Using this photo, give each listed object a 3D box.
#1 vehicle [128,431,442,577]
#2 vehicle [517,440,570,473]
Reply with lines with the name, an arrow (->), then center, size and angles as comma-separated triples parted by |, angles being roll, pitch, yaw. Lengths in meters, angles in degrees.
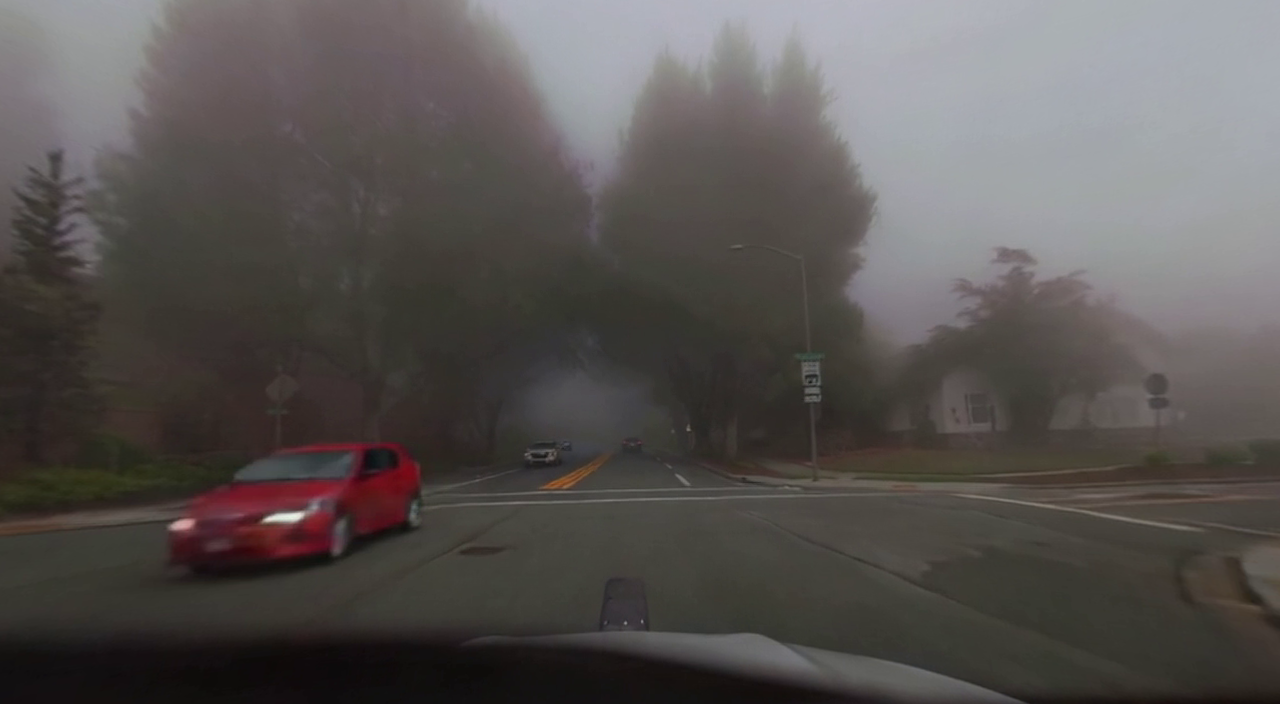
vehicle -> -4.464, 1.927, 8.887 | 1.979, 1.532, 4.212 | 0, -8, 0
vehicle -> -4.786, 5.233, 31.887 | 1.938, 1.519, 4.227 | 0, -8, 1
